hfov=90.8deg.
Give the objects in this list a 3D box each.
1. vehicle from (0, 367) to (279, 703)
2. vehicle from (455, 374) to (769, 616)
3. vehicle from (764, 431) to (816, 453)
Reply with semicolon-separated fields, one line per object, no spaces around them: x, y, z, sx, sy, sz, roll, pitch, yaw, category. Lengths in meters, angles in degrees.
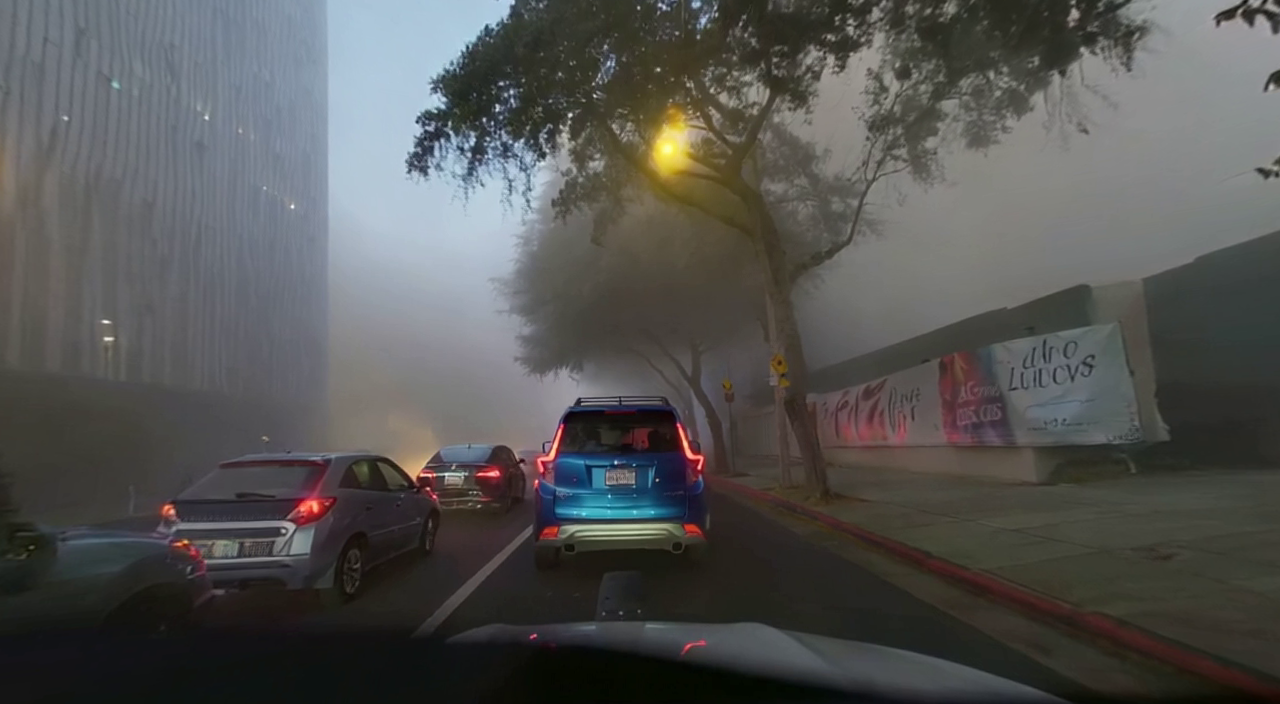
-3.189;0.810;1.623;1.971;1.658;4.428;0;-8;-1;vehicle
-0.357;1.465;7.392;2.531;1.930;4.382;0;-8;-4;vehicle
10.299;6.191;43.197;1.877;1.416;3.965;-8;-12;38;vehicle
